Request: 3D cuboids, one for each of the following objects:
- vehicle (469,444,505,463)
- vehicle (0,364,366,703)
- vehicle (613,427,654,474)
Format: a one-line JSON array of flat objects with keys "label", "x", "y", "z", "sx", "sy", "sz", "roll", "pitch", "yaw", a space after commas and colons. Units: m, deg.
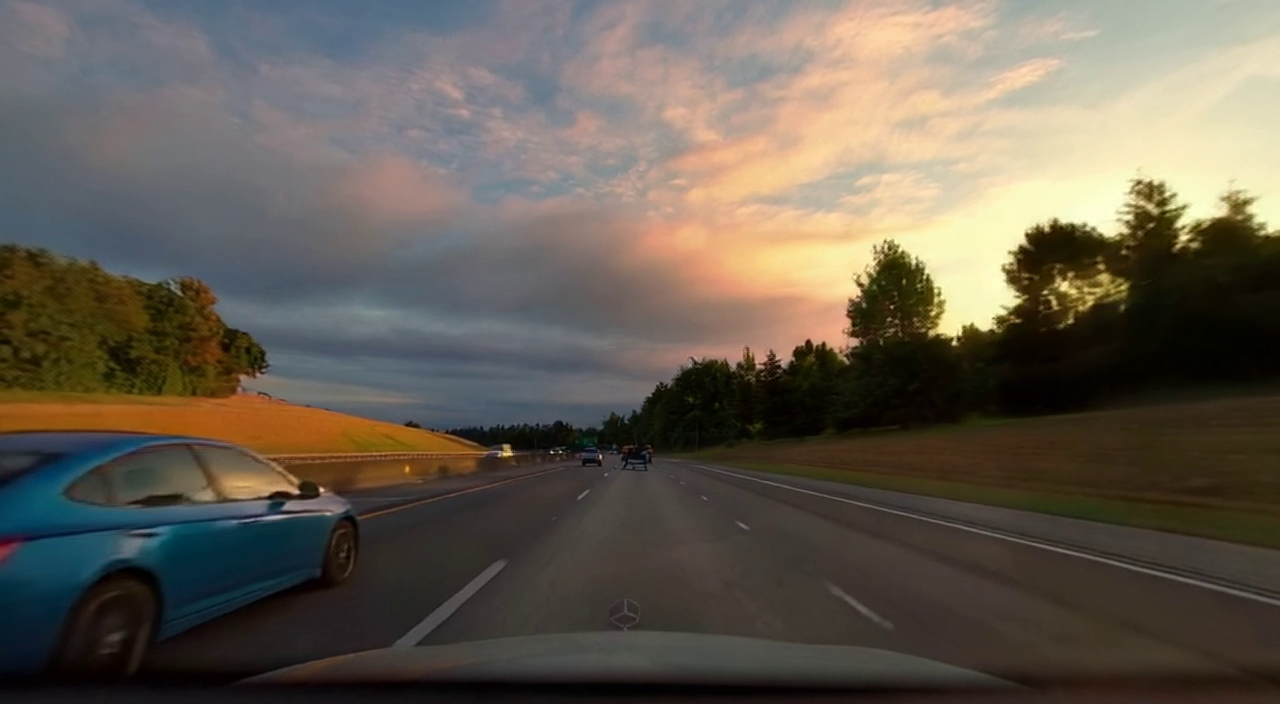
[{"label": "vehicle", "x": -11.911, "y": 7.948, "z": 49.350, "sx": 1.767, "sy": 1.452, "sz": 3.615, "roll": -1, "pitch": -9, "yaw": 3}, {"label": "vehicle", "x": -3.299, "y": 0.996, "z": 2.994, "sx": 2.088, "sy": 1.643, "sz": 4.215, "roll": 0, "pitch": -9, "yaw": 0}, {"label": "vehicle", "x": -0.506, "y": 6.971, "z": 44.787, "sx": 2.672, "sy": 3.056, "sz": 6.900, "roll": 0, "pitch": -9, "yaw": -1}]
